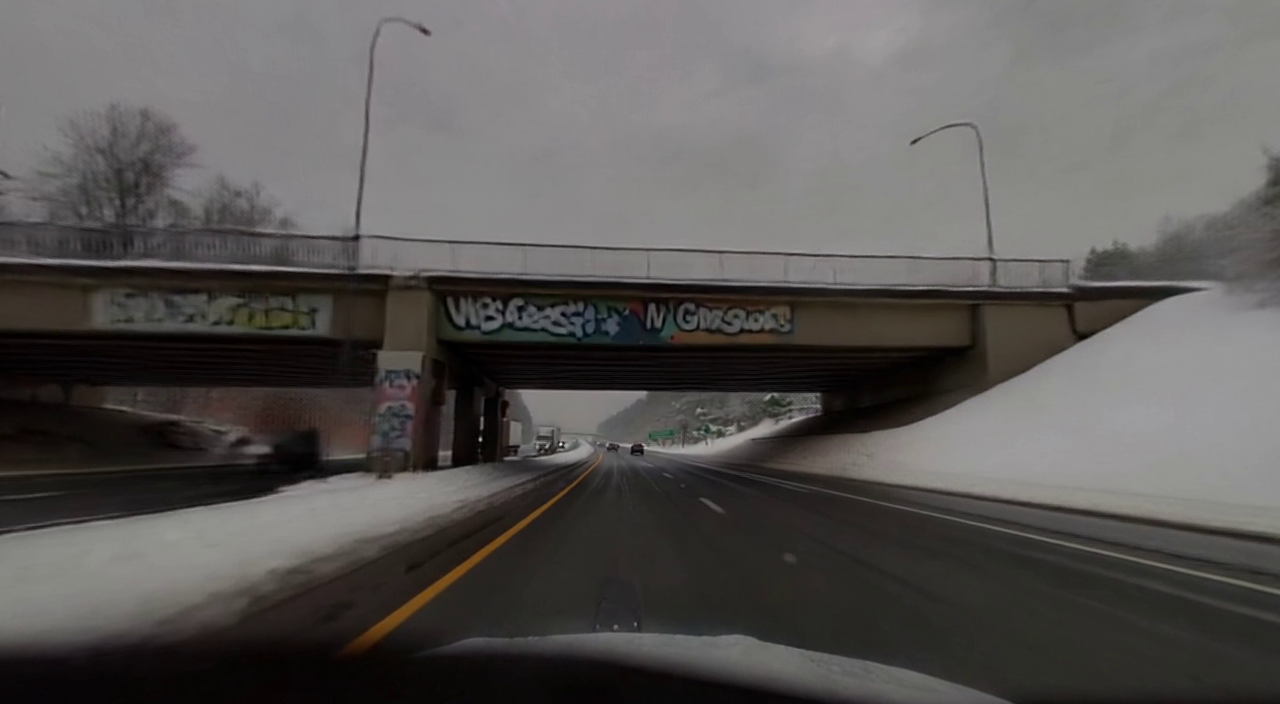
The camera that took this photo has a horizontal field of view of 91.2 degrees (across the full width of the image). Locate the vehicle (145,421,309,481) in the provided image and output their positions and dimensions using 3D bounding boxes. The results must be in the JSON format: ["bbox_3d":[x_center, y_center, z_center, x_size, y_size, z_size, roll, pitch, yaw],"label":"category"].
[{"bbox_3d":[-11.938,2.919,18.547,1.953,1.574,4.212,0,-9,0],"label":"vehicle"}]
